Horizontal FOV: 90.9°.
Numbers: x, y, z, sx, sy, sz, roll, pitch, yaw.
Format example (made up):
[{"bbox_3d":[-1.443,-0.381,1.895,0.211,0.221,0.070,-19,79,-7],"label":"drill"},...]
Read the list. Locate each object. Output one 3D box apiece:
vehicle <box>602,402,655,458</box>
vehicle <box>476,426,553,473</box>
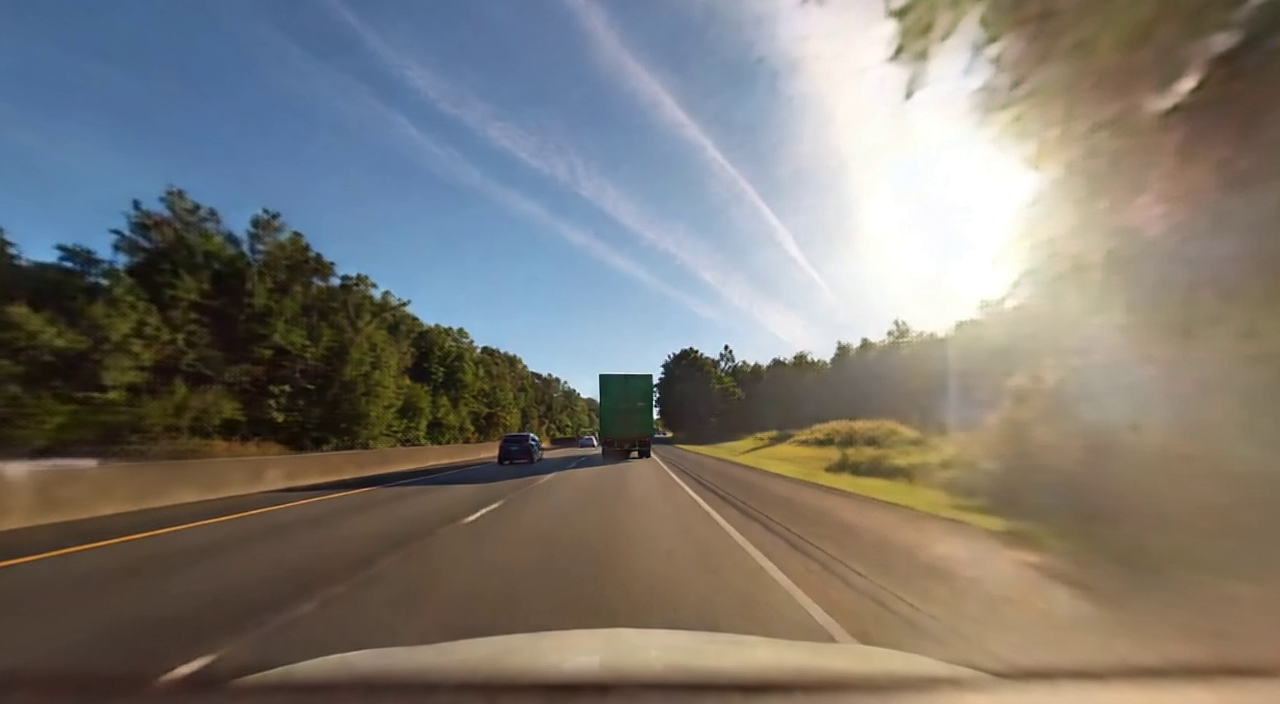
[{"bbox_3d":[-0.536,3.498,28.282,2.319,2.461,1.270,0,-8,-3],"label":"vehicle"},{"bbox_3d":[-4.957,3.907,25.584,2.138,1.697,4.587,0,-8,0],"label":"vehicle"}]
